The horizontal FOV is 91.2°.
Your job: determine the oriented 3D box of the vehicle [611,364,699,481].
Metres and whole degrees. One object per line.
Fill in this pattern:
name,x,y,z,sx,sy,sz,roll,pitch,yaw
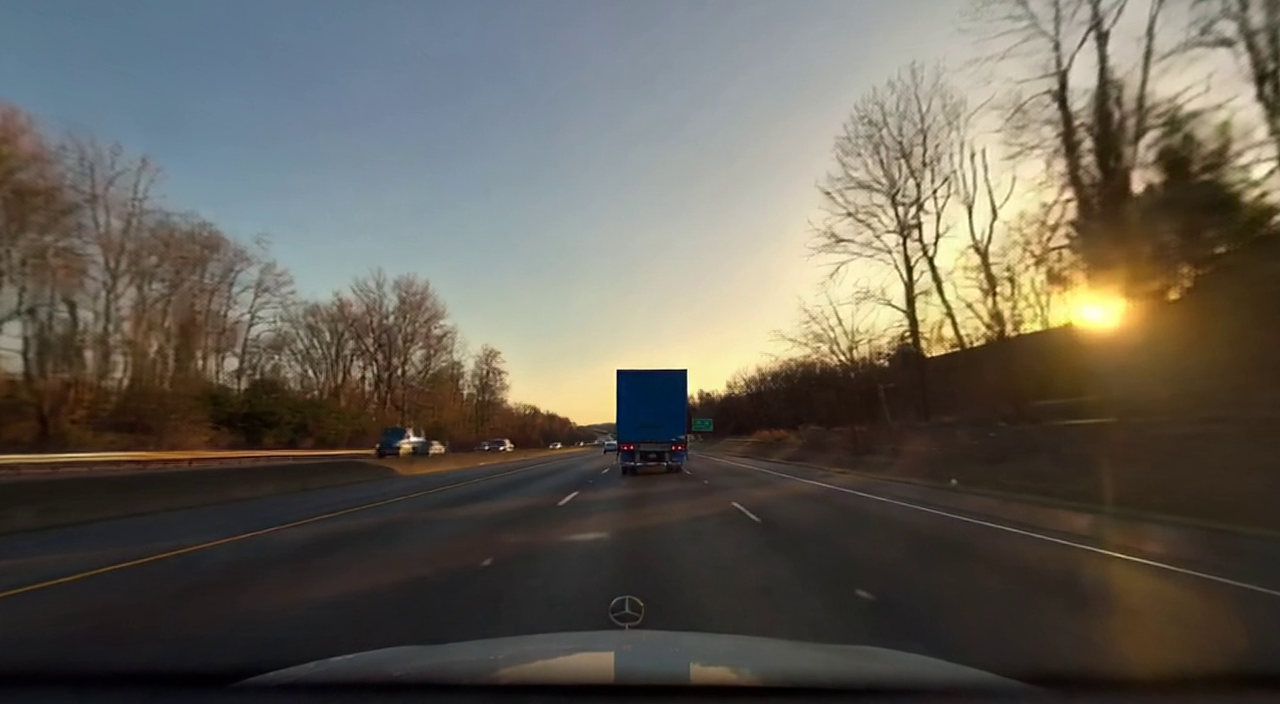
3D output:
vehicle,0.566,3.179,26.930,3.010,4.039,10.481,0,-8,1

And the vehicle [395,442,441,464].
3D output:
vehicle,-16.880,7.694,47.891,1.847,1.585,4.252,0,-8,1
